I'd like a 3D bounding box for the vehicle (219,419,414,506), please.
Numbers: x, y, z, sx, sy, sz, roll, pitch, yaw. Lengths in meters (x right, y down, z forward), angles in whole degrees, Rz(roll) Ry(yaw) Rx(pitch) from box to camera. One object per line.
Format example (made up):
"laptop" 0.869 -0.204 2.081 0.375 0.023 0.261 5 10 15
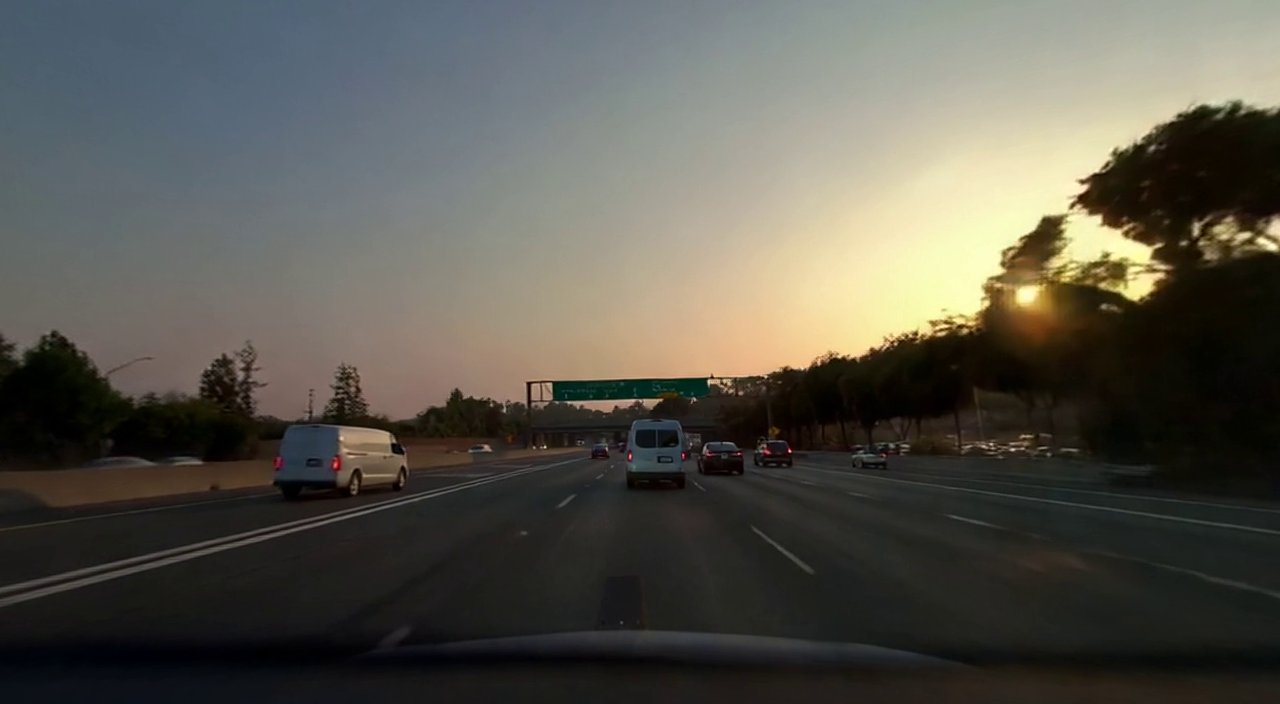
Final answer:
"vehicle" -7.652 2.675 15.652 2.192 1.776 4.957 0 -9 0

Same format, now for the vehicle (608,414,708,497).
"vehicle" 0.427 2.958 18.279 2.509 2.062 4.639 0 -9 -1

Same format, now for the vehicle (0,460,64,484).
"vehicle" -44.965 8.675 45.727 1.805 1.525 4.591 0 -9 0

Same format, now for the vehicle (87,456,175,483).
"vehicle" -32.209 7.407 40.025 1.804 1.504 4.468 0 -9 1

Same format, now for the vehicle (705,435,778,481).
"vehicle" 3.961 4.223 25.319 2.146 1.678 4.489 0 -9 -1
